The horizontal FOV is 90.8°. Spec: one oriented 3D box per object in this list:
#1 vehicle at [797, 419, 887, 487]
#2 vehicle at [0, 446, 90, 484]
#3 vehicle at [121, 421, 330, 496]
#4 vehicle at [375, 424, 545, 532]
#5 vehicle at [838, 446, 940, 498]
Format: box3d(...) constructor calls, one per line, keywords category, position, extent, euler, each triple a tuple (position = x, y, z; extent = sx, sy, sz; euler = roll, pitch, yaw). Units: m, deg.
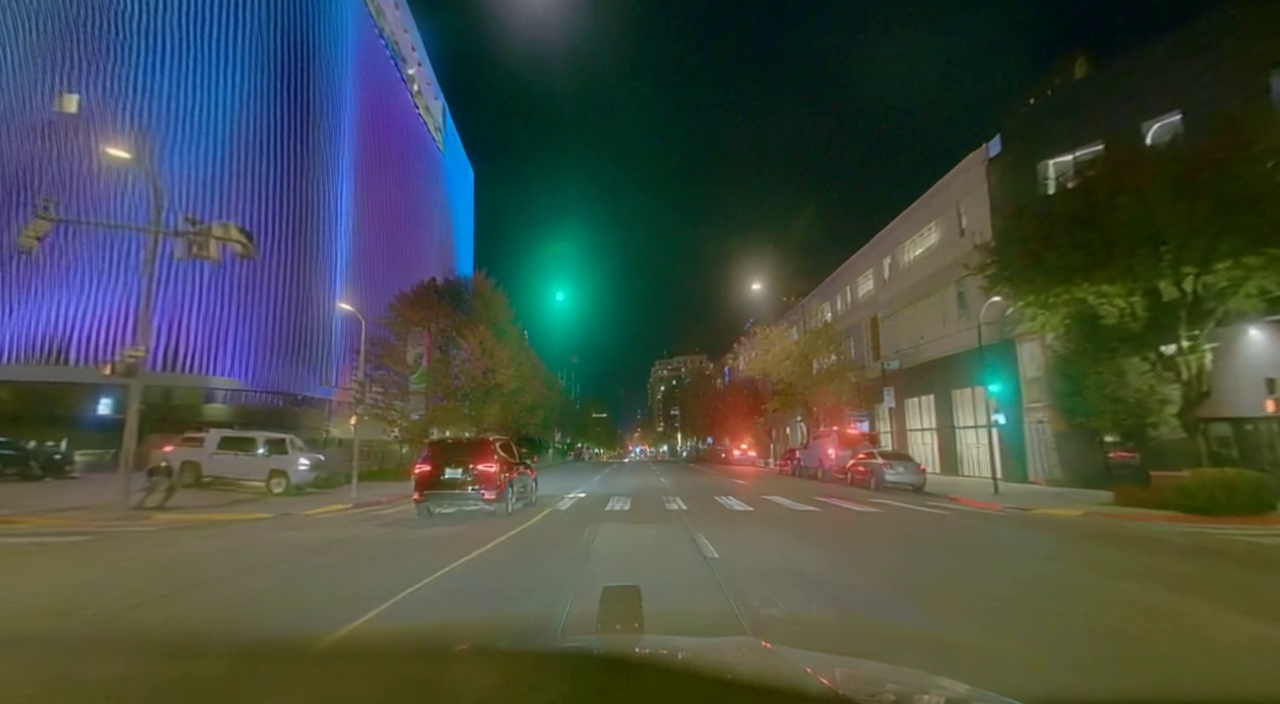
box3d(category="vehicle", position=(9.046, 4.618, 29.015), extent=(2.285, 2.778, 5.847), euler=(0, -9, 1))
box3d(category="vehicle", position=(-25.245, 4.600, 25.770), extent=(3.998, 1.423, 1.754), euler=(-1, -7, 2))
box3d(category="vehicle", position=(-13.577, 3.521, 21.042), extent=(5.188, 2.293, 2.381), euler=(0, -9, -1))
box3d(category="vehicle", position=(-3.294, 2.408, 12.607), extent=(2.002, 1.756, 4.366), euler=(0, -9, 1))
box3d(category="vehicle", position=(8.799, 4.251, 22.767), extent=(1.854, 1.663, 4.300), euler=(0, -9, 0))
